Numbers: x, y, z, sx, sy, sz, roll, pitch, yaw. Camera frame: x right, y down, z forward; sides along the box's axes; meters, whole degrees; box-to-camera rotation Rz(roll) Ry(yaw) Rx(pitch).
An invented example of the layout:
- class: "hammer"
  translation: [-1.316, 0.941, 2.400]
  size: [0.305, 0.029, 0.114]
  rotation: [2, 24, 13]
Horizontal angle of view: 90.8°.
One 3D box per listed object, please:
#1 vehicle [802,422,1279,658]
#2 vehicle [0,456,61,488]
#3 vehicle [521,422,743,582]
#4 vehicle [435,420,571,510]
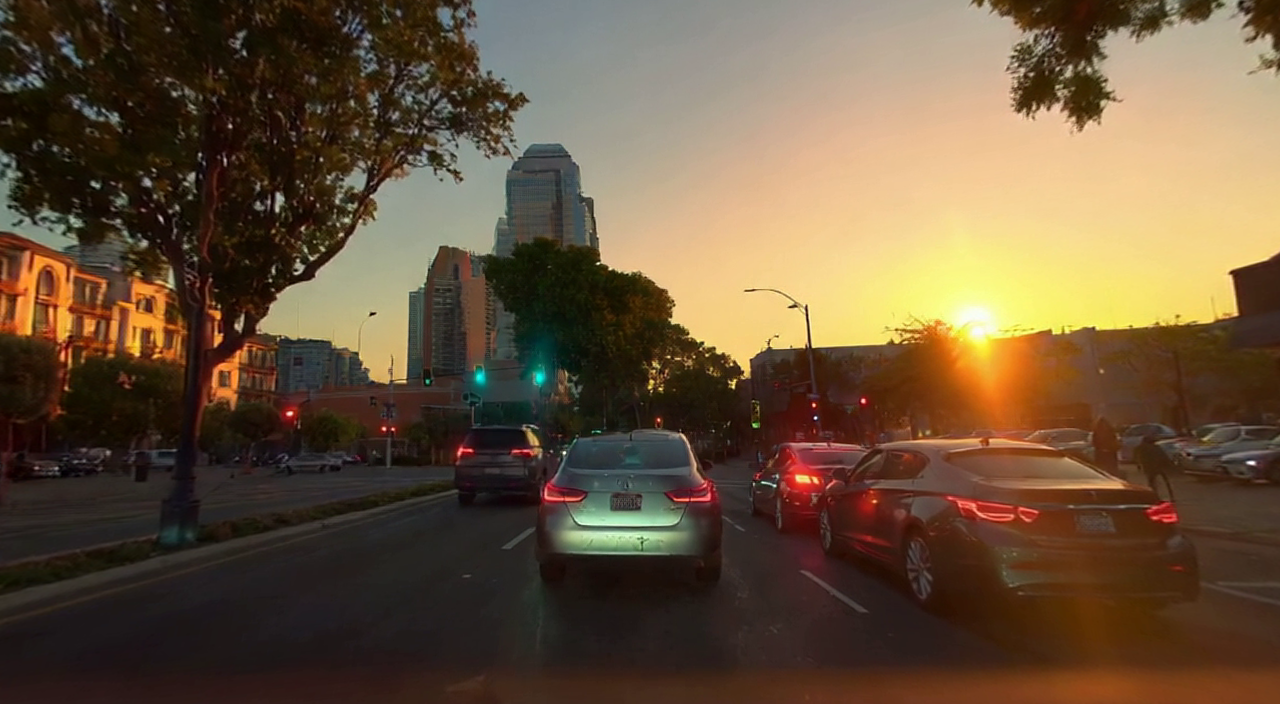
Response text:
- class: "vehicle"
  translation: [3.221, 1.523, 6.304]
  size: [1.912, 1.454, 4.537]
  rotation: [0, -9, -1]
- class: "vehicle"
  translation: [-31.718, 5.971, 31.433]
  size: [1.913, 1.531, 4.000]
  rotation: [-9, -12, 44]
- class: "vehicle"
  translation: [-0.104, 1.743, 8.135]
  size: [2.118, 1.512, 4.013]
  rotation: [0, -9, -1]
- class: "vehicle"
  translation: [-3.135, 2.734, 15.711]
  size: [2.223, 1.840, 4.919]
  rotation: [0, -9, 0]
